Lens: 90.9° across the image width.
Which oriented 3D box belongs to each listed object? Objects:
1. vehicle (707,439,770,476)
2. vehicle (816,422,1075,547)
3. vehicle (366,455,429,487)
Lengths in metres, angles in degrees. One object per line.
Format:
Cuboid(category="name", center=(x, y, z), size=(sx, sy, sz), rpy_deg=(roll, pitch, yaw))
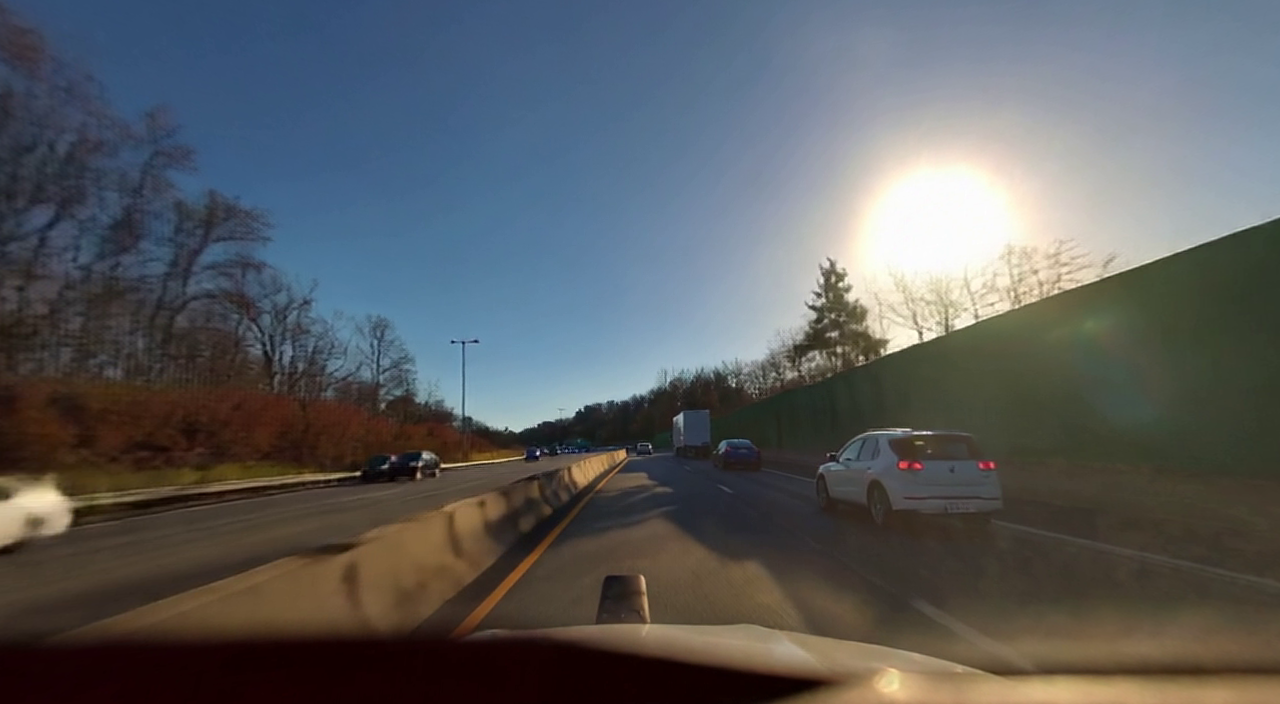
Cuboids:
Cuboid(category="vehicle", center=(4.271, 4.635, 27.995), size=(2.000, 1.473, 4.440), rpy_deg=(1, -8, -1))
Cuboid(category="vehicle", center=(4.374, 1.940, 9.893), size=(1.940, 1.539, 4.005), rpy_deg=(1, -8, -2))
Cuboid(category="vehicle", center=(-12.377, 6.070, 32.382), size=(1.822, 1.462, 3.905), rpy_deg=(1, -8, -3))
